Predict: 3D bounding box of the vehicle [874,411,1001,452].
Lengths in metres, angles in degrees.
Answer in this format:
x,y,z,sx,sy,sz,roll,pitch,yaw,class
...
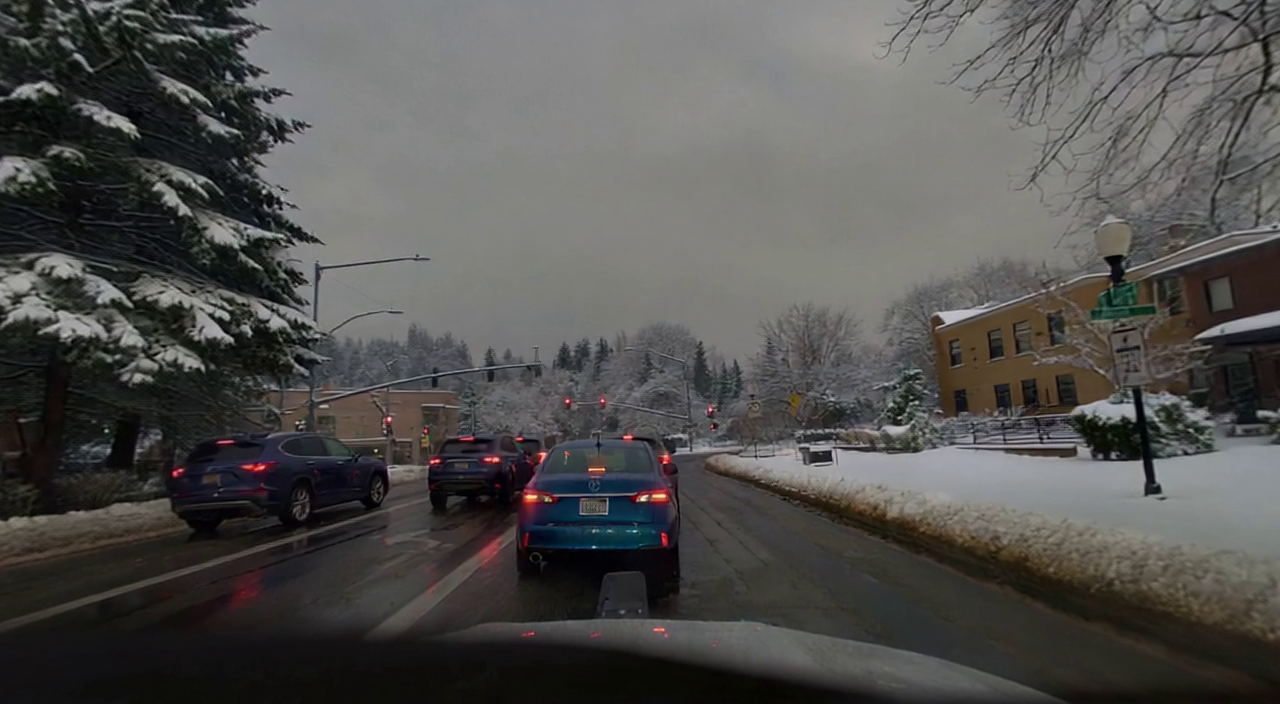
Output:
x,y,z,sx,sy,sz,roll,pitch,yaw,class
13.940,3.779,29.826,4.975,1.809,1.956,0,-9,1,vehicle

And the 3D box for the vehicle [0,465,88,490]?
x,y,z,sx,sy,sz,roll,pitch,yaw,class
-36.622,7.633,38.544,4.093,1.440,1.804,0,-9,0,vehicle

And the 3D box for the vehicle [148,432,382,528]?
x,y,z,sx,sy,sz,roll,pitch,yaw,class
-7.278,2.506,12.942,2.096,1.593,4.288,0,-9,1,vehicle

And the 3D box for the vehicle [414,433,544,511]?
x,y,z,sx,sy,sz,roll,pitch,yaw,class
-3.624,2.768,15.021,1.969,1.570,4.019,0,-9,1,vehicle

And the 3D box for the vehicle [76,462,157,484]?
x,y,z,sx,sy,sz,roll,pitch,yaw,class
-36.342,8.392,43.883,3.918,1.423,1.861,0,-9,-1,vehicle

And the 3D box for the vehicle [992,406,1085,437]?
x,y,z,sx,sy,sz,roll,pitch,yaw,class
28.231,4.968,44.998,5.333,1.880,2.130,-7,-9,28,vehicle

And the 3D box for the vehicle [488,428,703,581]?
x,y,z,sx,sy,sz,roll,pitch,yaw,class
-0.419,1.802,8.235,2.104,1.472,3.946,0,-9,0,vehicle
